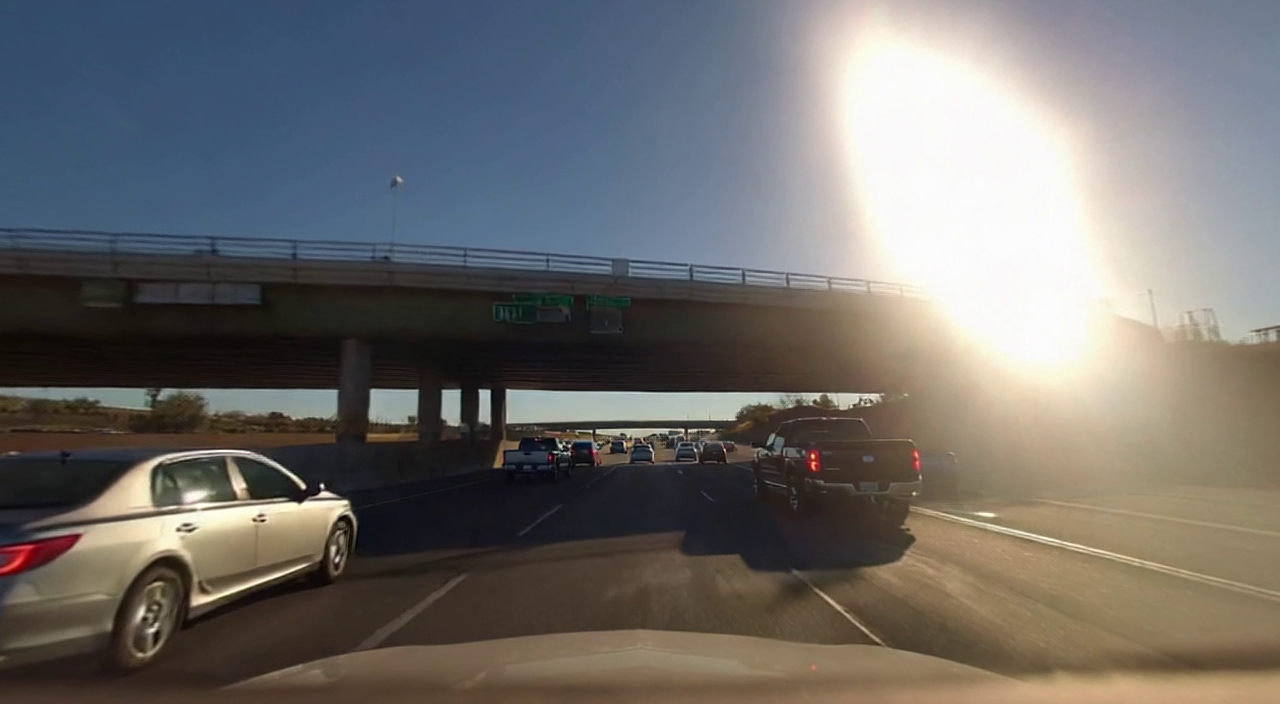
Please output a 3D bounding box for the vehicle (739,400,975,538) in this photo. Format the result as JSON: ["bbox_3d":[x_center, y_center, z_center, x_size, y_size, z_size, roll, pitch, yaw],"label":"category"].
[{"bbox_3d":[3.506,2.069,11.709,2.340,1.925,5.529,0,-9,-1],"label":"vehicle"}]

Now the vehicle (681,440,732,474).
[{"bbox_3d":[3.467,5.582,33.731,2.145,1.636,4.437,1,-9,-1],"label":"vehicle"}]

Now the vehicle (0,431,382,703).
[{"bbox_3d":[-3.860,1.356,4.752,1.947,1.424,4.264,0,-9,1],"label":"vehicle"}]

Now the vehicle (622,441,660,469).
[{"bbox_3d":[0.049,6.234,38.108,2.147,1.572,4.094,0,-9,0],"label":"vehicle"}]

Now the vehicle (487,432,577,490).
[{"bbox_3d":[-3.645,3.794,22.261,2.176,1.783,4.799,0,-9,2],"label":"vehicle"}]

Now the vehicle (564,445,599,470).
[{"bbox_3d":[-3.645,6.639,39.852,1.907,1.484,3.954,0,-9,-1],"label":"vehicle"}]
